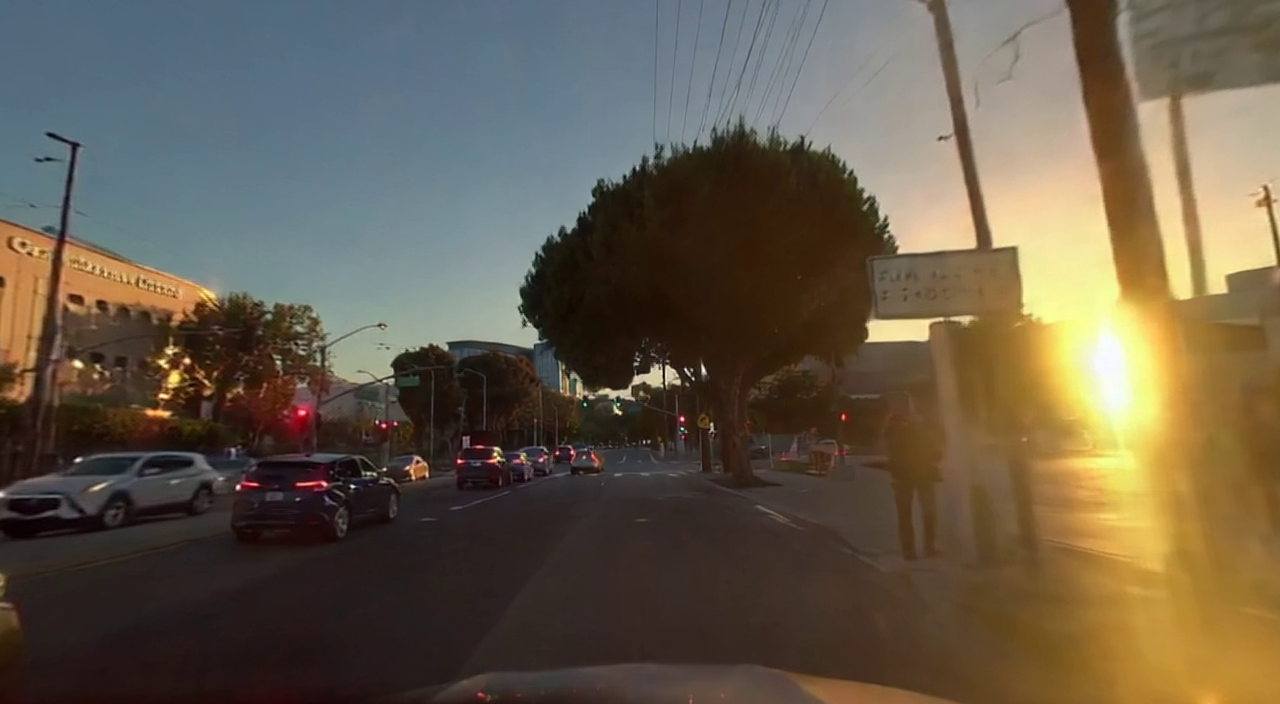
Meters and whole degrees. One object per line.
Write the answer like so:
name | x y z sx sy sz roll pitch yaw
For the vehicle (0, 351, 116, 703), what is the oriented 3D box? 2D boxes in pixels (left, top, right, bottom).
vehicle | -3.159 0.561 0.180 2.042 1.673 4.516 0 -8 1

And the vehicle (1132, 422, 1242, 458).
vehicle | 25.188 4.115 29.147 1.690 1.559 3.521 0 -9 -6

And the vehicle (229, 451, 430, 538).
vehicle | -6.358 2.930 13.675 1.960 1.479 4.654 0 -8 0

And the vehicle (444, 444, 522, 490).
vehicle | -6.209 4.567 25.370 2.012 1.664 3.917 0 -8 2

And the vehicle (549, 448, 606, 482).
vehicle | -2.855 5.271 29.709 2.147 1.472 4.406 0 -8 1
